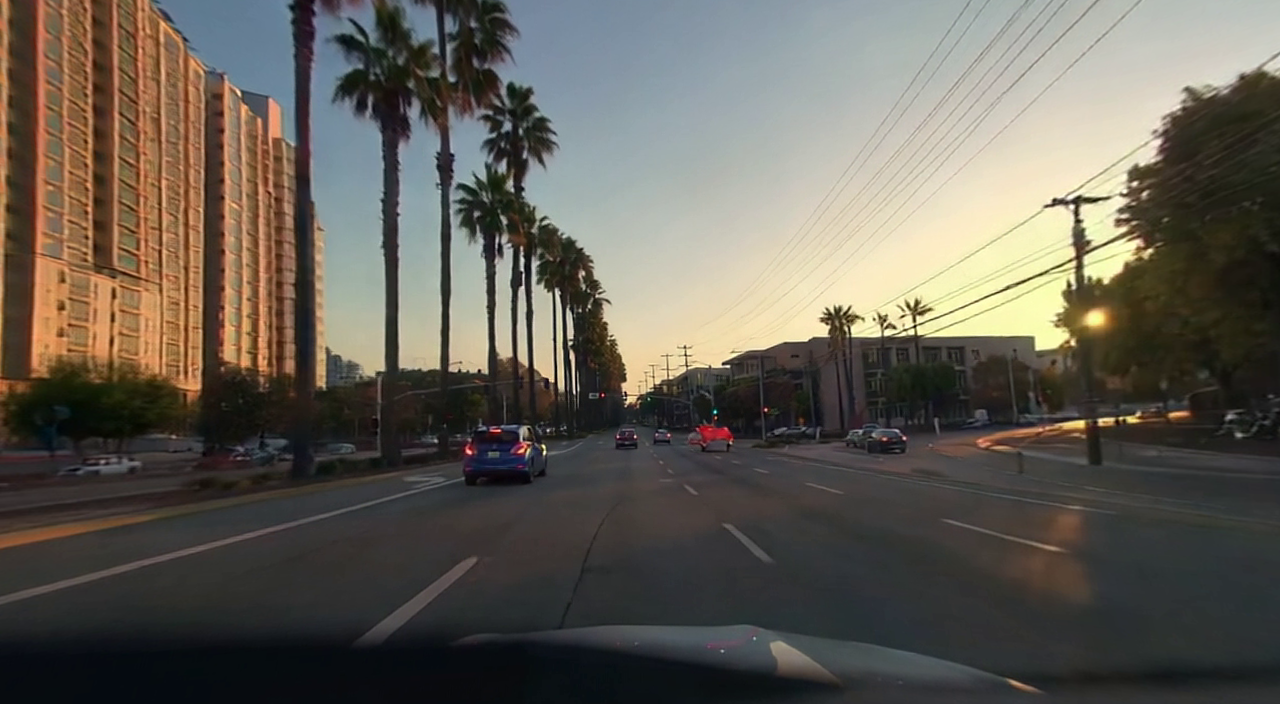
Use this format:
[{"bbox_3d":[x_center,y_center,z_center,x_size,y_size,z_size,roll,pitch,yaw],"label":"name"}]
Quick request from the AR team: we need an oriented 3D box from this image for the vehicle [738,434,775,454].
[{"bbox_3d":[8.439,6.726,46.224,1.897,1.390,4.391,0,-8,1],"label":"vehicle"}]

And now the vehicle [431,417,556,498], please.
[{"bbox_3d":[-3.529,2.660,16.207,2.136,1.779,4.417,0,-8,0],"label":"vehicle"}]

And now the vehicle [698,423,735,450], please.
[{"bbox_3d":[5.890,6.677,49.389,2.130,1.979,5.310,0,-8,-1],"label":"vehicle"}]
